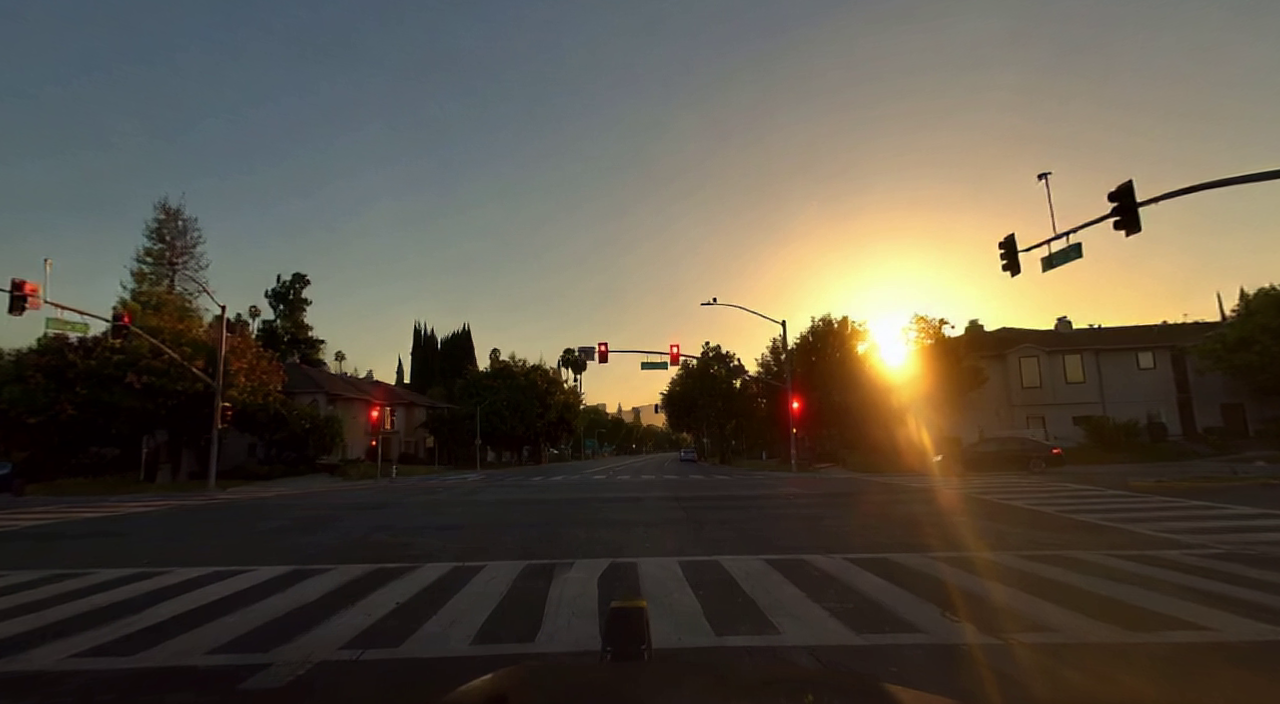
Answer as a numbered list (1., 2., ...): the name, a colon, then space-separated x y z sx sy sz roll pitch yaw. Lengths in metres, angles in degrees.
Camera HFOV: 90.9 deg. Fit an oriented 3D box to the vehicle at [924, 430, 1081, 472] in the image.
1. vehicle: 13.057 3.584 22.872 4.562 1.460 1.822 0 -8 -1
